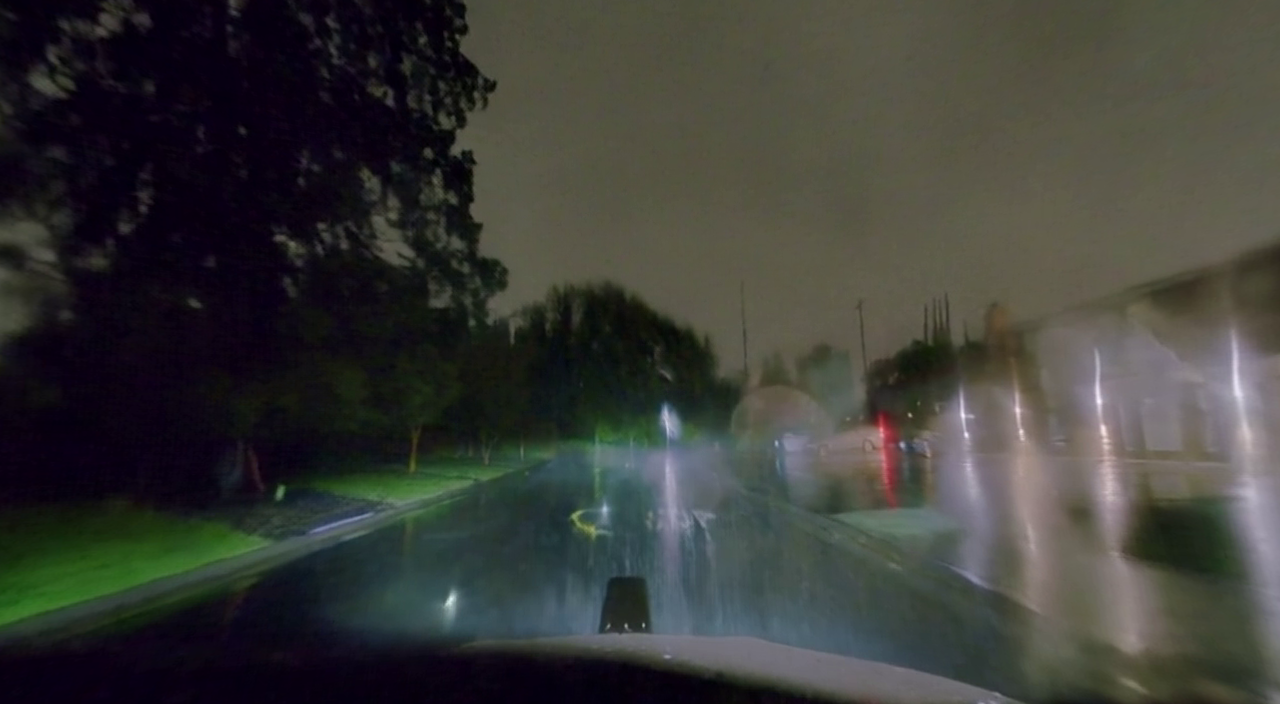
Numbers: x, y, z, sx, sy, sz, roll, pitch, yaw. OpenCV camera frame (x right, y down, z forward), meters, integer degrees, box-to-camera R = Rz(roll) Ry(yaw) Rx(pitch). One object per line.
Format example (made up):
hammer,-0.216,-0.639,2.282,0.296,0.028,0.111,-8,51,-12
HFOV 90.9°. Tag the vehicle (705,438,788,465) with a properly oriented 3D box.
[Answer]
vehicle,5.803,5.477,34.733,4.229,1.402,1.811,0,-9,0

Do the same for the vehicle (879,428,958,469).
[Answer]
vehicle,11.527,3.944,25.920,2.004,1.511,4.494,-6,-10,35

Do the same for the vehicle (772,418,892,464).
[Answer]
vehicle,9.638,4.493,31.909,5.239,1.933,2.131,-3,-7,-2
